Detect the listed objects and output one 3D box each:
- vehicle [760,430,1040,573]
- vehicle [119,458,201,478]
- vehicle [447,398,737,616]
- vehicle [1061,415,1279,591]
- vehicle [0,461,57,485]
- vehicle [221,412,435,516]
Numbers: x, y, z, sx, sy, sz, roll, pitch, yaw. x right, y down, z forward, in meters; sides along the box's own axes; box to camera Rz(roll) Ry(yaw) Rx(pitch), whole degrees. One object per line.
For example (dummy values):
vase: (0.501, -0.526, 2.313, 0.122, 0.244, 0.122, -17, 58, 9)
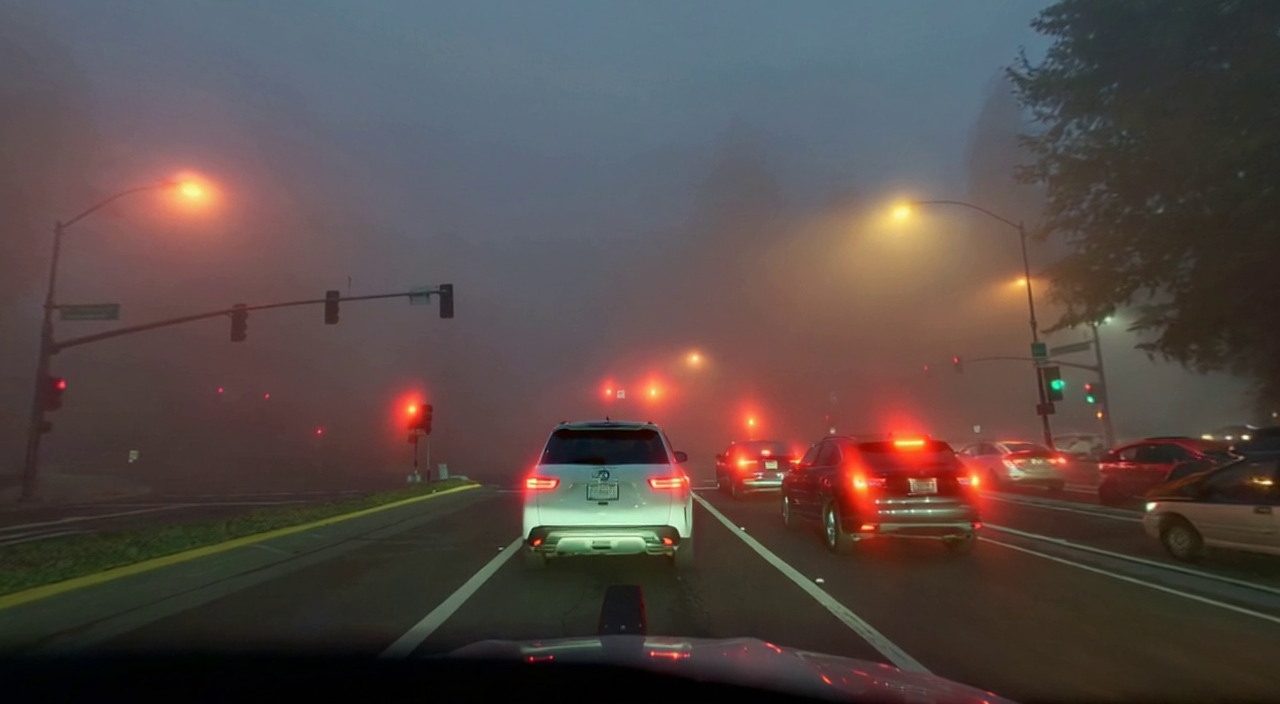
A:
vehicle: (3.149, 1.896, 8.858, 1.971, 1.473, 4.495, 0, -9, -1)
vehicle: (-37.317, 9.028, 48.867, 4.914, 1.487, 1.850, 0, -9, 1)
vehicle: (-0.349, 1.514, 7.019, 2.256, 1.694, 4.055, 0, -9, 1)
vehicle: (6.576, 1.420, 6.148, 1.941, 1.532, 4.152, 0, -9, -1)
vehicle: (-45.612, 8.733, 45.569, 4.576, 1.631, 1.889, 0, -8, 2)
vehicle: (-6.718, 2.488, 14.396, 2.214, 1.953, 5.017, 0, -9, 1)
